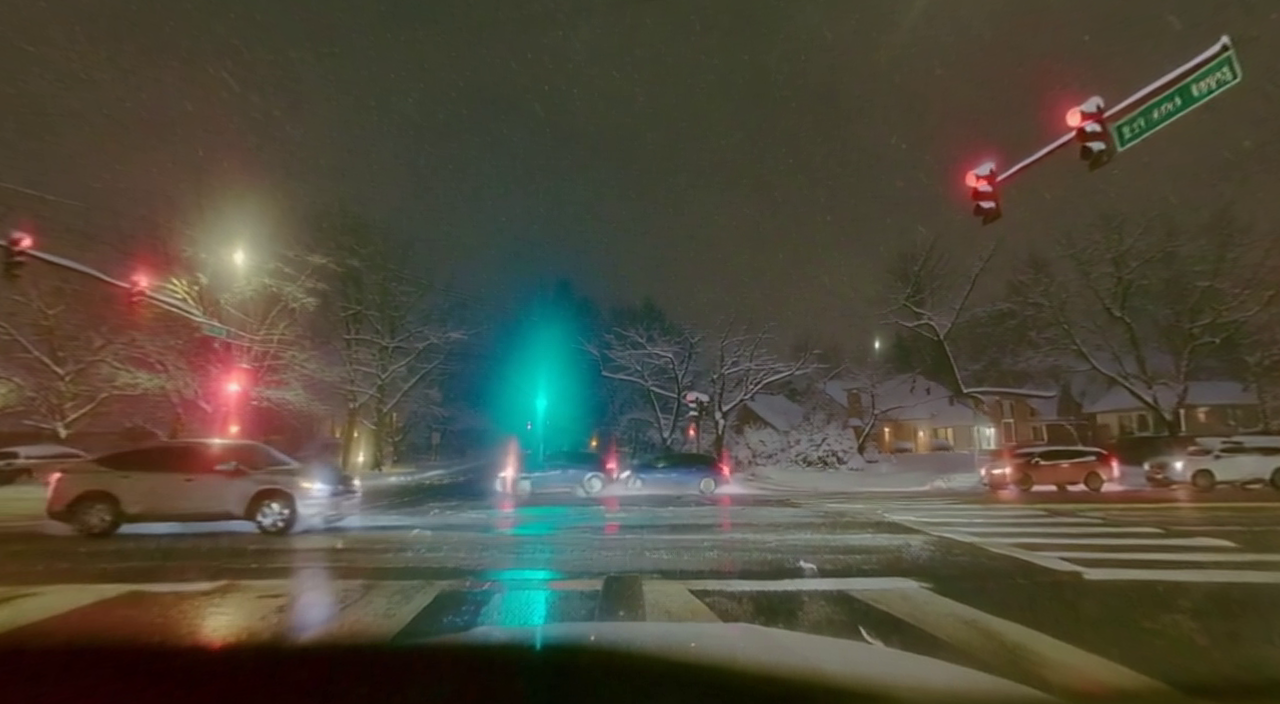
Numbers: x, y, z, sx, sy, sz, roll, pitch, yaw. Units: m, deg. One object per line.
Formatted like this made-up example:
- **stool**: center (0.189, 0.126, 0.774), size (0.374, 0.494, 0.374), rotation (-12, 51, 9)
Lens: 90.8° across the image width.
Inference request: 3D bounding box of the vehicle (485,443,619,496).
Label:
- **vehicle**: center (-2.563, 3.517, 19.112), size (3.815, 1.504, 1.790), rotation (0, -8, -2)

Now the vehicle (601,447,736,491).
- **vehicle**: center (0.981, 4.237, 23.008), size (4.705, 1.486, 1.830), rotation (0, -8, -1)

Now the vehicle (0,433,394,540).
- **vehicle**: center (-6.712, 2.013, 9.775), size (4.989, 1.442, 1.940), rotation (0, -8, 0)

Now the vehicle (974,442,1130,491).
- **vehicle**: center (14.956, 4.151, 23.132), size (4.326, 1.672, 1.903), rotation (0, -8, -1)

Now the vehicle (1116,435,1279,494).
- **vehicle**: center (17.768, 3.436, 19.485), size (4.510, 1.673, 2.030), rotation (0, -8, -1)
